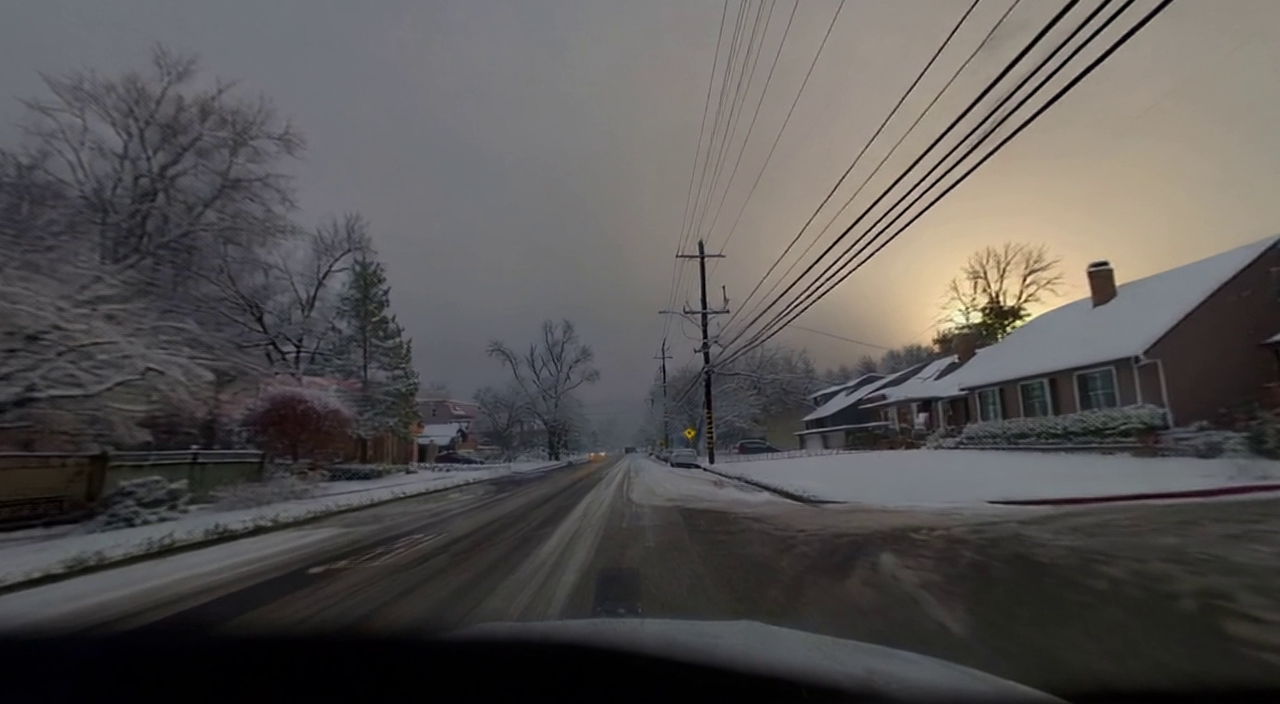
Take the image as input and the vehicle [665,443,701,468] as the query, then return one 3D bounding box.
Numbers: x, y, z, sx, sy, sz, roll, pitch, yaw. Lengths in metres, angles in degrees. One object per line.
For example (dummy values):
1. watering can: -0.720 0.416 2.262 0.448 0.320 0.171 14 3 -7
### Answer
1. vehicle: 3.086 7.587 46.376 2.128 1.724 4.492 0 -8 -2
